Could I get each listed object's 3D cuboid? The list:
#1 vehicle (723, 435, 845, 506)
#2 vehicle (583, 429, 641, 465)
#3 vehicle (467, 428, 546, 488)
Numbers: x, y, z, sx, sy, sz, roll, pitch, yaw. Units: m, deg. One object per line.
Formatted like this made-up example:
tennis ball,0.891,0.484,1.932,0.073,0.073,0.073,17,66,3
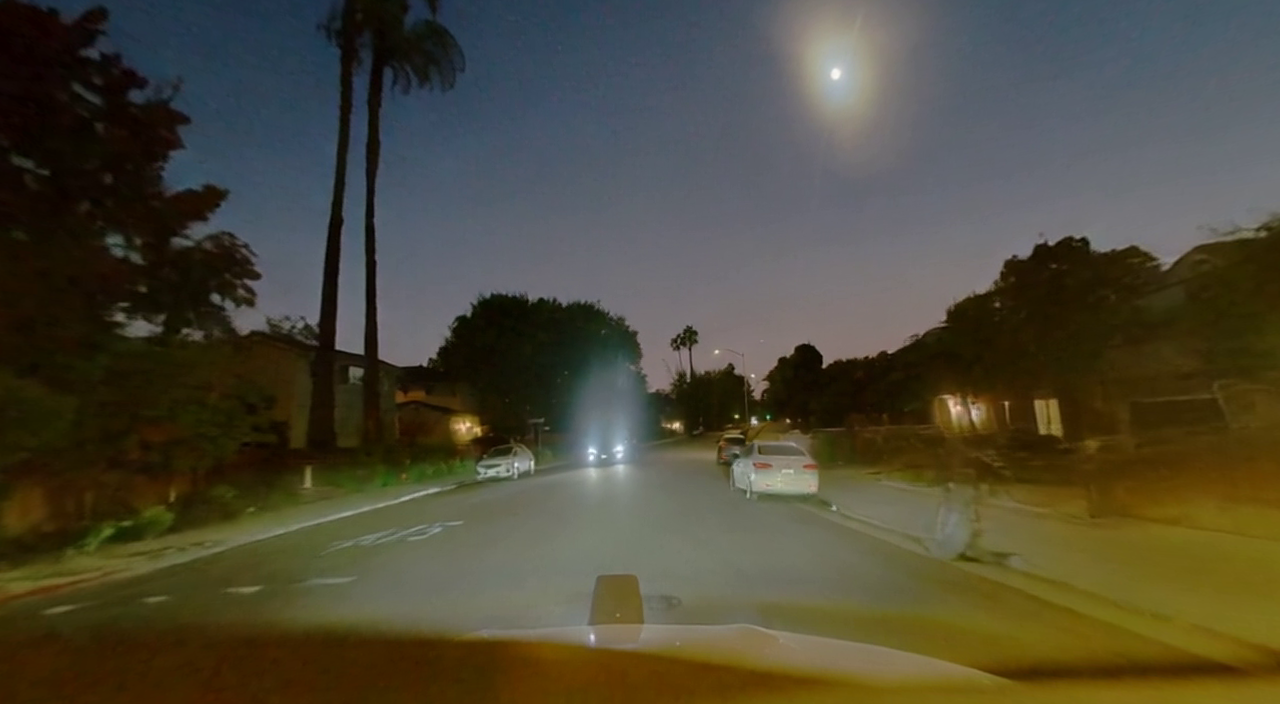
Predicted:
vehicle,3.362,2.840,15.585,1.942,1.465,4.123,-1,-8,-1
vehicle,-1.464,5.268,34.931,2.305,1.781,4.834,-2,-8,8
vehicle,-5.990,4.982,28.965,2.053,1.713,4.850,-4,-21,6
